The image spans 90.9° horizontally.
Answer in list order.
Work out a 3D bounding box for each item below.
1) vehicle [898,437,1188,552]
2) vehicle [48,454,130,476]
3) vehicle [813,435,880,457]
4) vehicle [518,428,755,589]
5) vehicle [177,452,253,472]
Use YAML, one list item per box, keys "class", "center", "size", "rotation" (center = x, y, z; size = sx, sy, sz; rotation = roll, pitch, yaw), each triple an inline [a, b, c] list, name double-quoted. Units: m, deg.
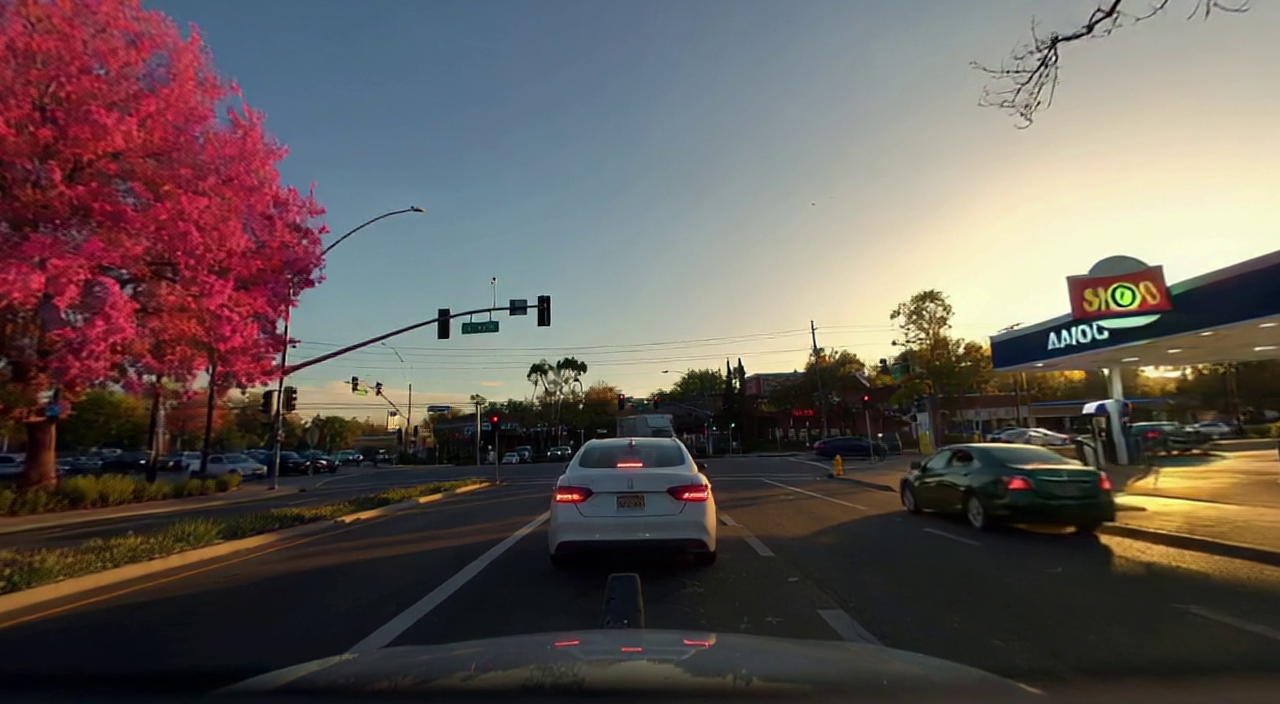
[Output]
- class: "vehicle"
  center: [6.266, 2.217, 10.612]
  size: [1.942, 1.511, 4.390]
  rotation: [0, -8, 0]
- class: "vehicle"
  center: [-40.077, 8.224, 45.896]
  size: [4.609, 1.465, 1.944]
  rotation: [-2, -8, 11]
- class: "vehicle"
  center: [15.141, 6.894, 46.206]
  size: [4.458, 1.510, 1.947]
  rotation: [-4, -9, 24]
- class: "vehicle"
  center: [-0.055, 1.762, 7.993]
  size: [2.213, 1.482, 4.057]
  rotation: [0, -8, -1]
- class: "vehicle"
  center: [-31.731, 8.182, 47.074]
  size: [4.466, 1.438, 1.837]
  rotation: [-1, -8, 5]
